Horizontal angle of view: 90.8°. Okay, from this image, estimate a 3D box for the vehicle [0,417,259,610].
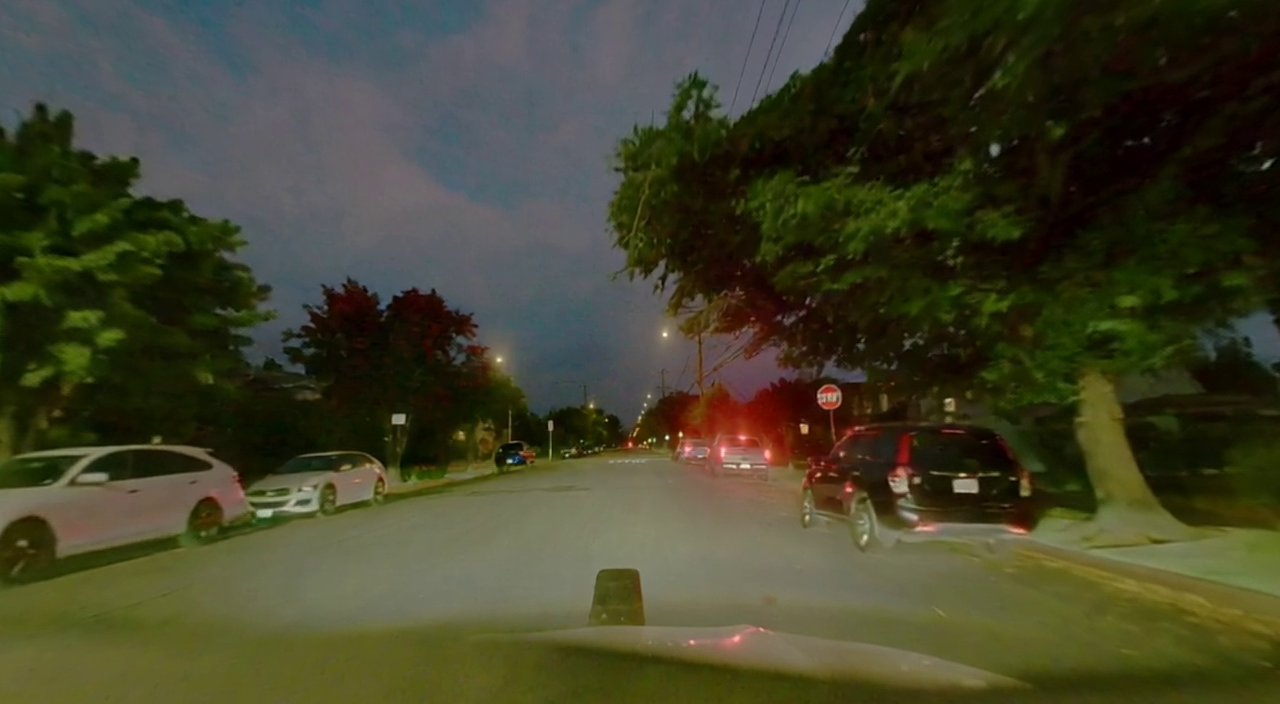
[{"bbox_3d":[-7.124,1.787,7.722,2.058,1.814,4.624,0,-8,-1],"label":"vehicle"}]

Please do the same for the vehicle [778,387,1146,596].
[{"bbox_3d":[3.195,1.481,7.545,2.069,1.750,4.294,0,-8,-1],"label":"vehicle"}]

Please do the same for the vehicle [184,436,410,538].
[{"bbox_3d":[-6.758,2.729,13.165,2.086,1.516,4.568,-6,-10,1],"label":"vehicle"}]

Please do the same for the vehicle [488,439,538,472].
[{"bbox_3d":[-7.419,6.177,37.347,1.980,1.664,4.342,-5,-11,0],"label":"vehicle"}]

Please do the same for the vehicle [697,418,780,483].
[{"bbox_3d":[3.412,3.580,23.190,2.111,2.054,5.748,0,-8,0],"label":"vehicle"}]

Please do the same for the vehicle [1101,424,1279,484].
[{"bbox_3d":[16.018,2.863,17.870,4.369,1.469,1.924,-2,-9,0],"label":"vehicle"}]
